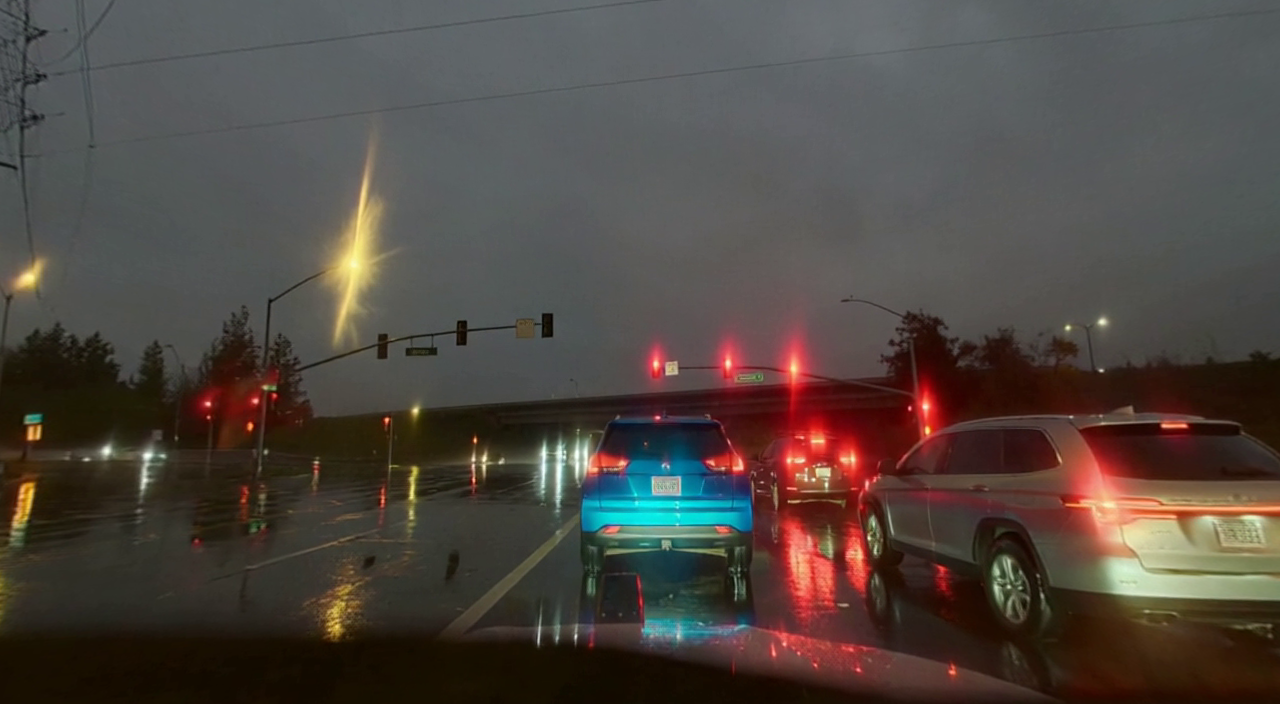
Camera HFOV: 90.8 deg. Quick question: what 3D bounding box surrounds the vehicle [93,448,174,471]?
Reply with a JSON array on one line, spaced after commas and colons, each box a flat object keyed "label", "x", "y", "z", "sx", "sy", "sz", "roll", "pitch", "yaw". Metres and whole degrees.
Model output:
[{"label": "vehicle", "x": -33.690, "y": 7.153, "z": 42.033, "sx": 4.647, "sy": 1.453, "sz": 1.881, "roll": -3, "pitch": -9, "yaw": 18}]

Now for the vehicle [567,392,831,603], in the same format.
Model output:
[{"label": "vehicle", "x": 0.451, "y": 1.555, "z": 7.618, "sx": 2.240, "sy": 1.778, "sz": 4.335, "roll": 0, "pitch": -8, "yaw": -1}]

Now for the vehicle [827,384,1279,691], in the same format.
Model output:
[{"label": "vehicle", "x": 3.406, "y": 1.339, "z": 5.784, "sx": 1.990, "sy": 1.649, "sz": 4.625, "roll": 0, "pitch": -8, "yaw": 0}]
